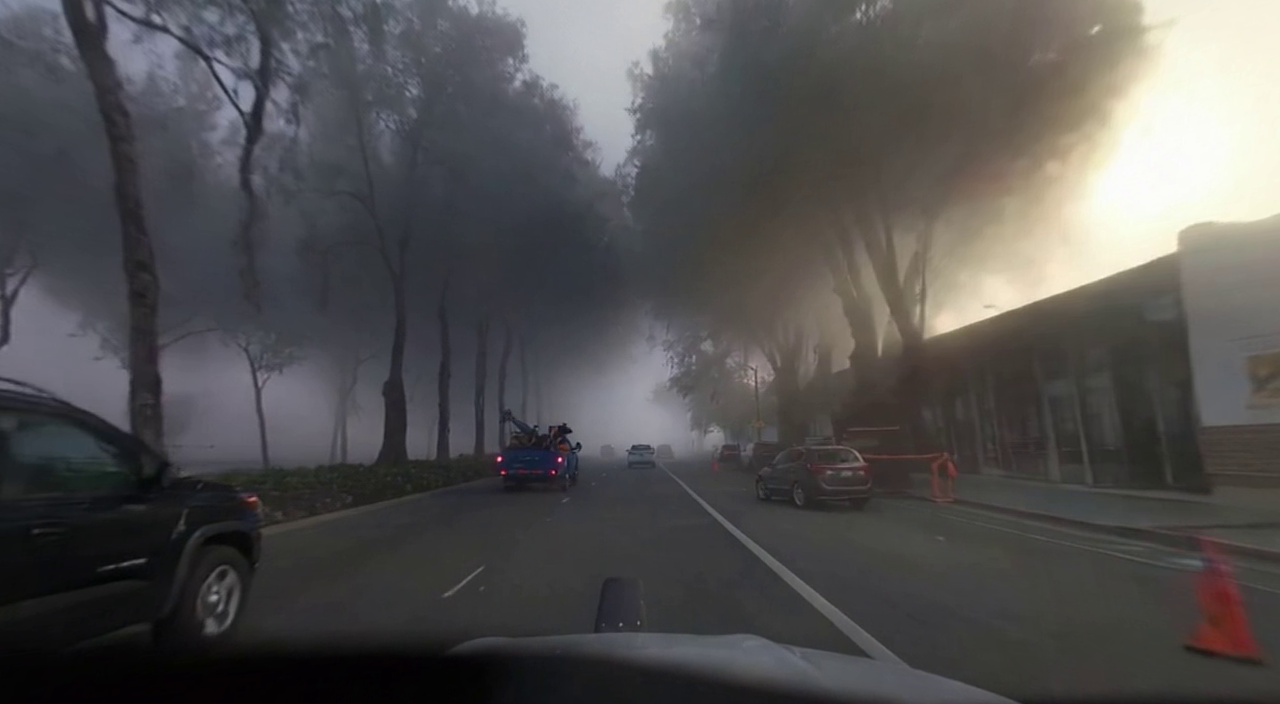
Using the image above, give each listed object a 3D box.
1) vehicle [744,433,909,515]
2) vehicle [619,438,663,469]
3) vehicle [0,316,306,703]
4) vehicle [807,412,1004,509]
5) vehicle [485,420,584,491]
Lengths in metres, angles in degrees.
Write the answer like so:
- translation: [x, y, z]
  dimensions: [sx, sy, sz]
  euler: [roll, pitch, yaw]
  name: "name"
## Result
- translation: [4.100, 2.757, 14.831]
  dimensions: [2.082, 1.601, 4.451]
  euler: [1, -8, -6]
  name: "vehicle"
- translation: [-0.022, 6.114, 38.111]
  dimensions: [2.413, 1.748, 4.406]
  euler: [0, -8, -2]
  name: "vehicle"
- translation: [-3.623, 0.750, 2.354]
  dimensions: [2.327, 1.775, 4.430]
  euler: [0, -8, 0]
  name: "vehicle"
- translation: [6.653, 2.828, 16.898]
  dimensions: [2.921, 2.166, 5.422]
  euler: [0, -8, 1]
  name: "vehicle"
- translation: [-3.357, 3.482, 21.501]
  dimensions: [2.424, 2.063, 5.678]
  euler: [0, -8, -1]
  name: "vehicle"
